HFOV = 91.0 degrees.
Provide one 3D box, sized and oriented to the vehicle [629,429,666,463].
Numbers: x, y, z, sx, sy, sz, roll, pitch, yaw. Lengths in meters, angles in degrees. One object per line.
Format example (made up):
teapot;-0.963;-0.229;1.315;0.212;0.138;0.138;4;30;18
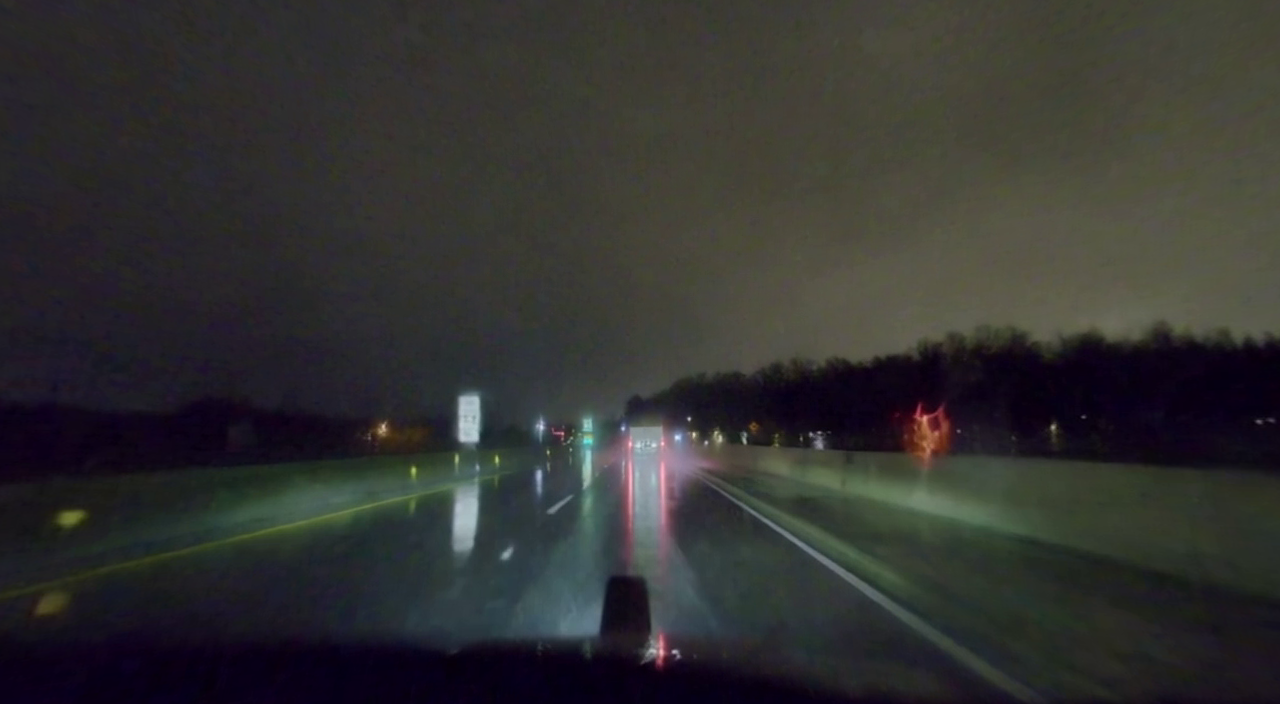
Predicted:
vehicle;0.516;6.142;41.243;2.277;2.109;4.922;0;-8;1
